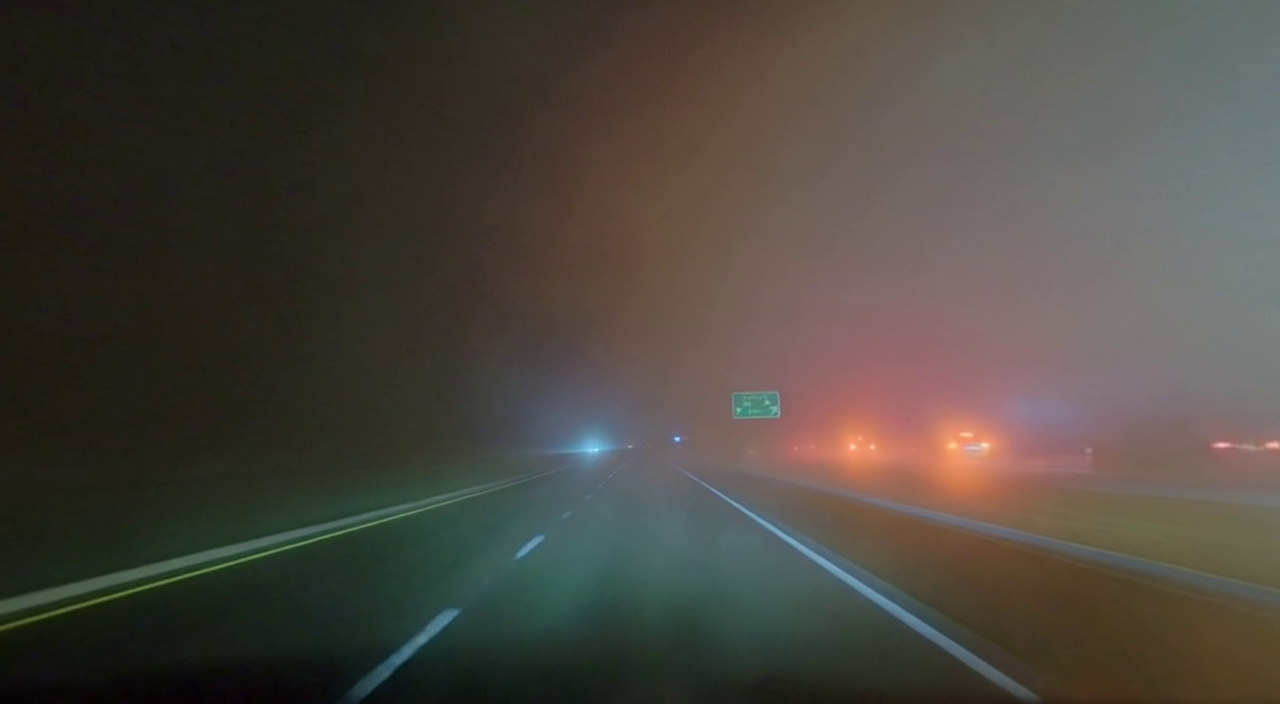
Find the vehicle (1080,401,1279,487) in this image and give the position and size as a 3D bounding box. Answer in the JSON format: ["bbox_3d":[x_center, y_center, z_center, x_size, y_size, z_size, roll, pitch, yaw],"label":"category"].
[{"bbox_3d":[27.166,4.711,32.255,2.998,3.768,8.212,0,-9,-2],"label":"vehicle"}]
